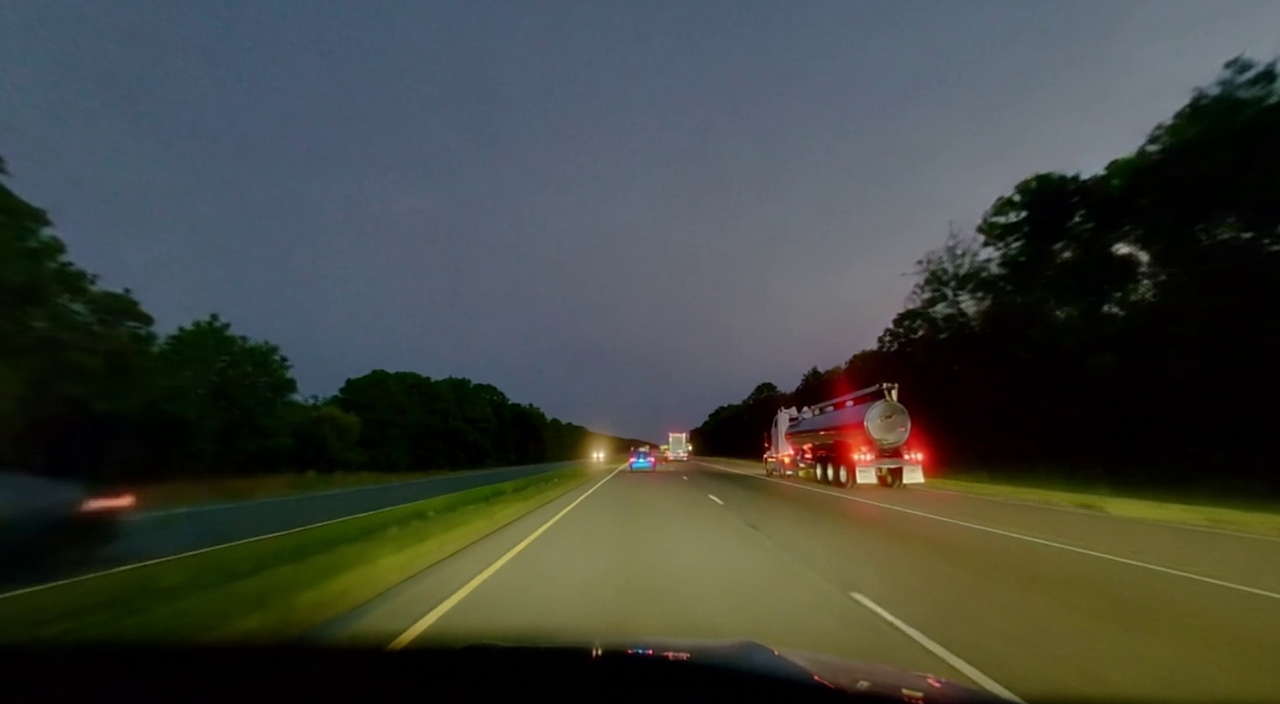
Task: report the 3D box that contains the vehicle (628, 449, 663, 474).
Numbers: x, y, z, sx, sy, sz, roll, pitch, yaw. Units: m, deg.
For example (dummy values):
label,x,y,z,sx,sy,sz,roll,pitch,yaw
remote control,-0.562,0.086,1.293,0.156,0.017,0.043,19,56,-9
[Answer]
label,x,y,z,sx,sy,sz,roll,pitch,yaw
vehicle,0.292,6.367,36.847,1.926,1.386,3.615,0,-9,0
